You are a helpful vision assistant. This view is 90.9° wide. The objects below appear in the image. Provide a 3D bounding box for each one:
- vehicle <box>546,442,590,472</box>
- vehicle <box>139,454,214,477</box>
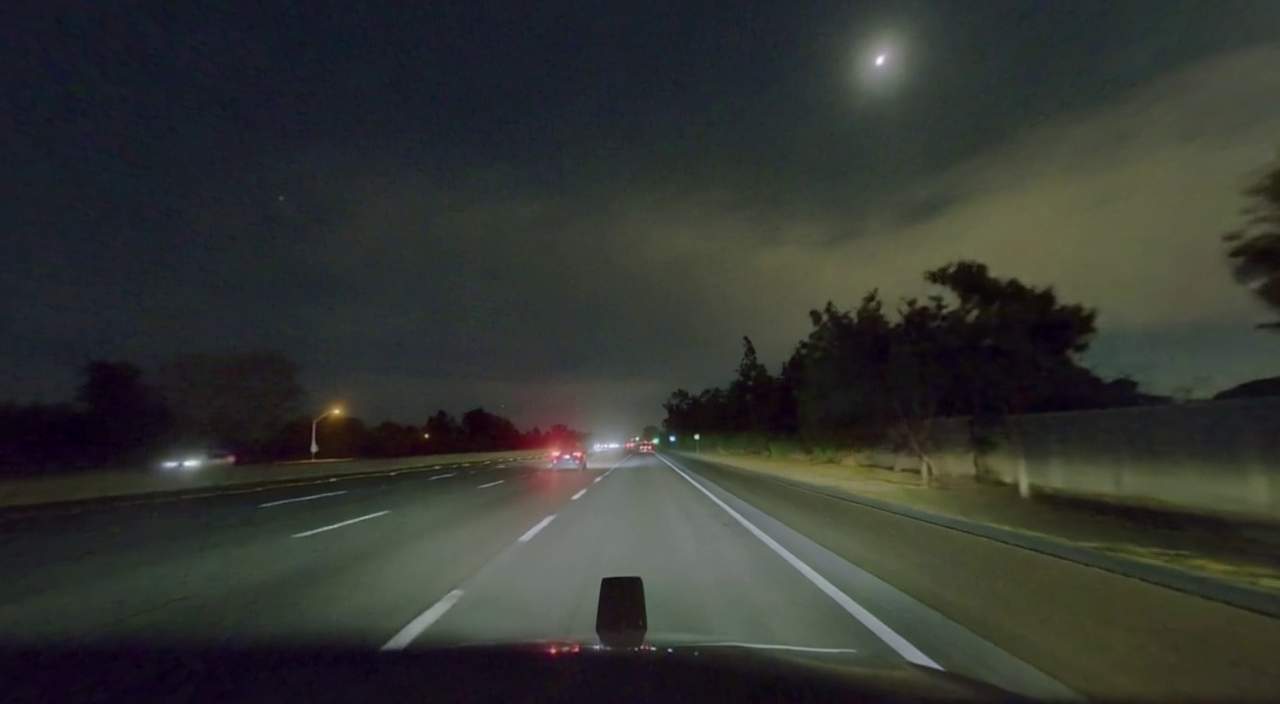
[{"bbox_3d":[-3.745,5.566,33.596,1.786,1.488,4.023,0,-8,1],"label":"vehicle"},{"bbox_3d":[-32.796,7.991,44.765,1.785,1.465,4.614,0,-8,1],"label":"vehicle"}]
